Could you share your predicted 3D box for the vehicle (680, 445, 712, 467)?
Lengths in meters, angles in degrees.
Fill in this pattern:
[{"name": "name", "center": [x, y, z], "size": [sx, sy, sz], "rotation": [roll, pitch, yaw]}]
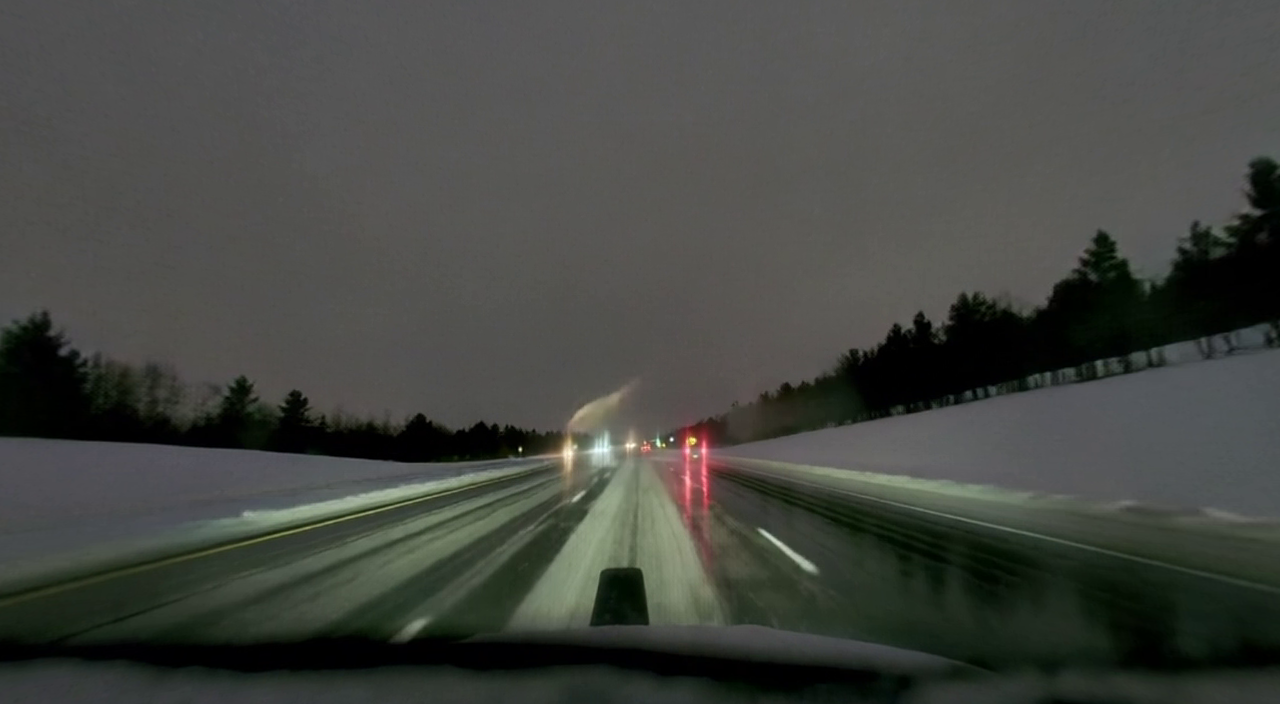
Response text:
[{"name": "vehicle", "center": [4.061, 7.642, 46.526], "size": [2.003, 1.520, 4.058], "rotation": [0, -8, 0]}]
